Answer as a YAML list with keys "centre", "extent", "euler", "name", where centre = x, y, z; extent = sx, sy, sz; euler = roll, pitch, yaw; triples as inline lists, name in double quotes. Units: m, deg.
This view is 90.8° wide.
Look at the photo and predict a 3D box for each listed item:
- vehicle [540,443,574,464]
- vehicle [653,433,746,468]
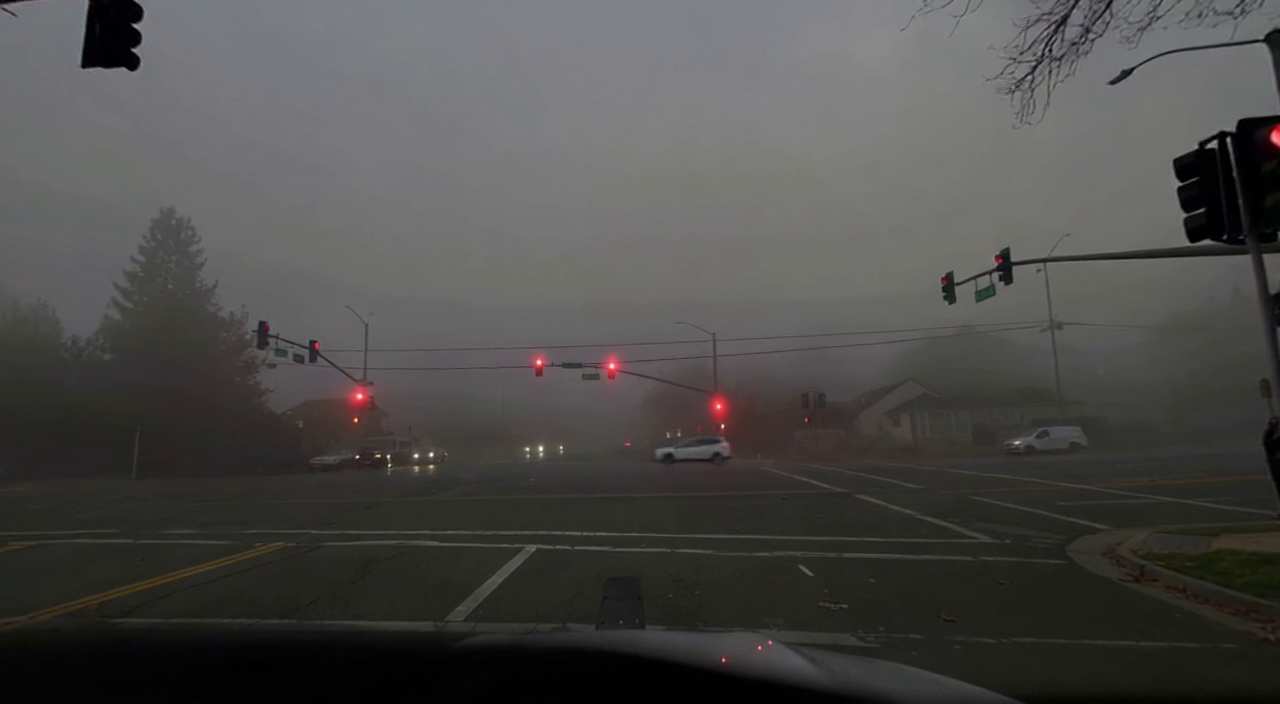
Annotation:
- centre: [-6.139, 7.523, 47.046]
  extent: [1.936, 1.444, 4.168]
  euler: [0, -8, 0]
  name: "vehicle"
- centre: [3.125, 5.207, 33.373]
  extent: [4.706, 1.710, 1.932]
  euler: [-1, -8, 5]
  name: "vehicle"
